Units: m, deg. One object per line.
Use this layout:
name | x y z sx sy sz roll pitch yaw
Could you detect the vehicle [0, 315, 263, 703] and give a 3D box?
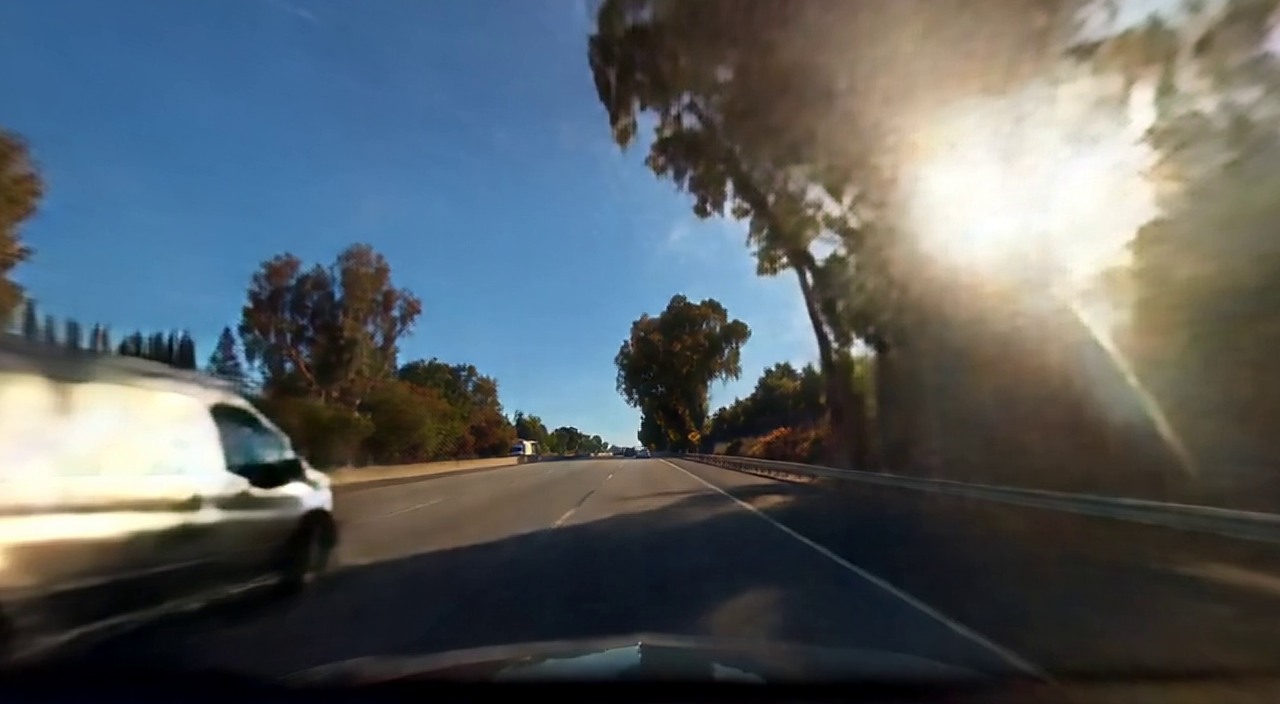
vehicle | -3.949 0.698 1.817 2.349 1.973 5.419 0 -9 0
